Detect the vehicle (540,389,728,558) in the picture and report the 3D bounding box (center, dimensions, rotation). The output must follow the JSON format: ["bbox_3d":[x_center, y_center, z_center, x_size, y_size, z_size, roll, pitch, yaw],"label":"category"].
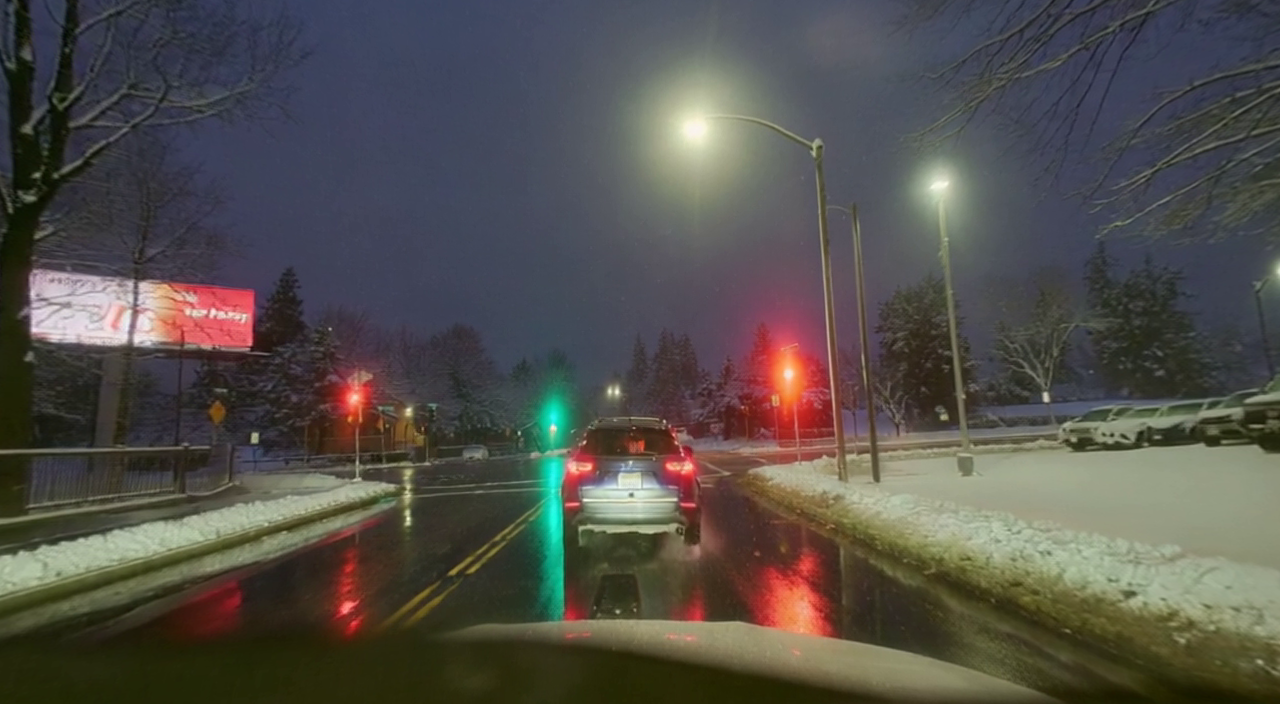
[{"bbox_3d":[-0.082,1.656,9.181,2.142,1.904,3.816,0,-8,0],"label":"vehicle"}]
